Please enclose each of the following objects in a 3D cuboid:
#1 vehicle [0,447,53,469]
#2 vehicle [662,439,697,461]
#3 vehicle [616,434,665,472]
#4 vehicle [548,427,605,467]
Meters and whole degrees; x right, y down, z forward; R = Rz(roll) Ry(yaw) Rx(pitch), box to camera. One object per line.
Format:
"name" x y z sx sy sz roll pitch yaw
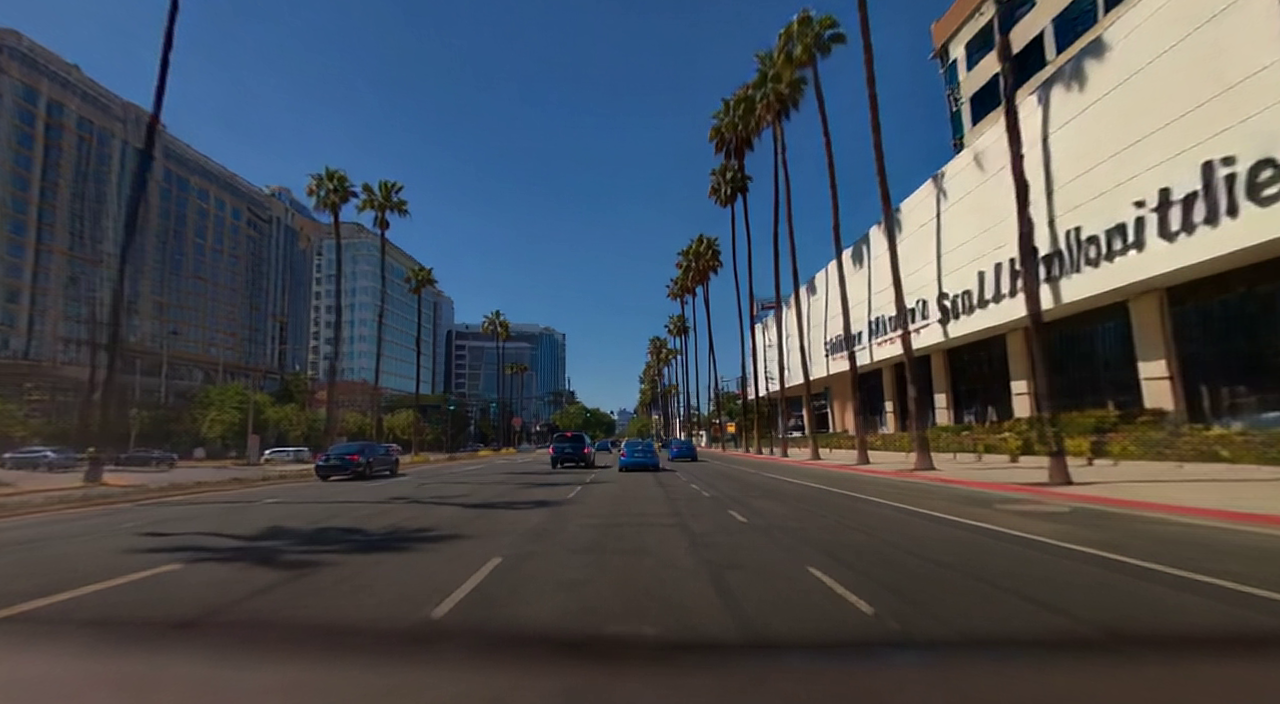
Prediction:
"vehicle" -47.020 7.940 47.392 3.985 1.623 1.976 0 -9 -3
"vehicle" 2.798 7.084 45.803 2.085 1.482 4.491 0 -9 -2
"vehicle" -0.033 4.720 29.570 2.160 1.615 4.117 0 -9 -1
"vehicle" -3.458 5.383 35.890 2.672 2.064 5.681 0 -9 0
